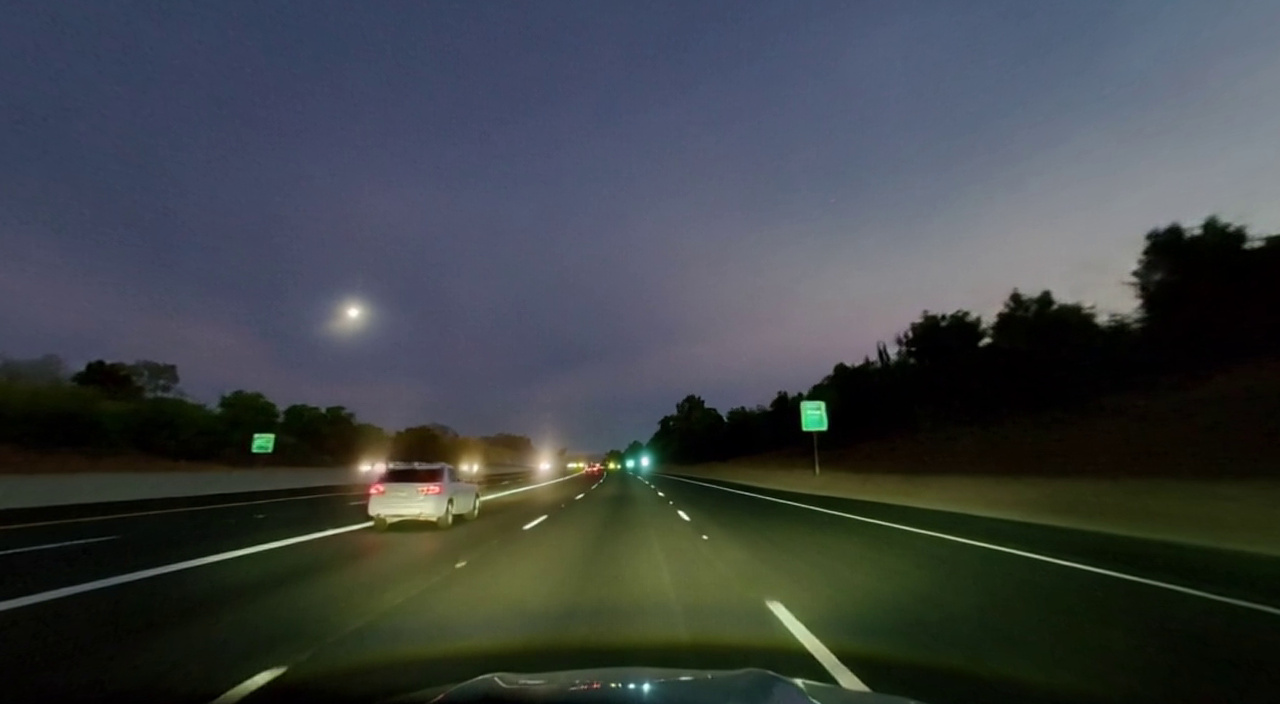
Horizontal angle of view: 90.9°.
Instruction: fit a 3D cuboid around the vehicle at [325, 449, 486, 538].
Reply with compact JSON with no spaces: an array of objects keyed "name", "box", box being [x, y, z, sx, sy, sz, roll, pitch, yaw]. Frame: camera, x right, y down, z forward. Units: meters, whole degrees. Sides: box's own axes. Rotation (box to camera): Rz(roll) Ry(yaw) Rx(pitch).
[{"name":"vehicle","box":[-4.773,2.945,13.486,2.025,1.584,3.657,1,-10,0]}]
